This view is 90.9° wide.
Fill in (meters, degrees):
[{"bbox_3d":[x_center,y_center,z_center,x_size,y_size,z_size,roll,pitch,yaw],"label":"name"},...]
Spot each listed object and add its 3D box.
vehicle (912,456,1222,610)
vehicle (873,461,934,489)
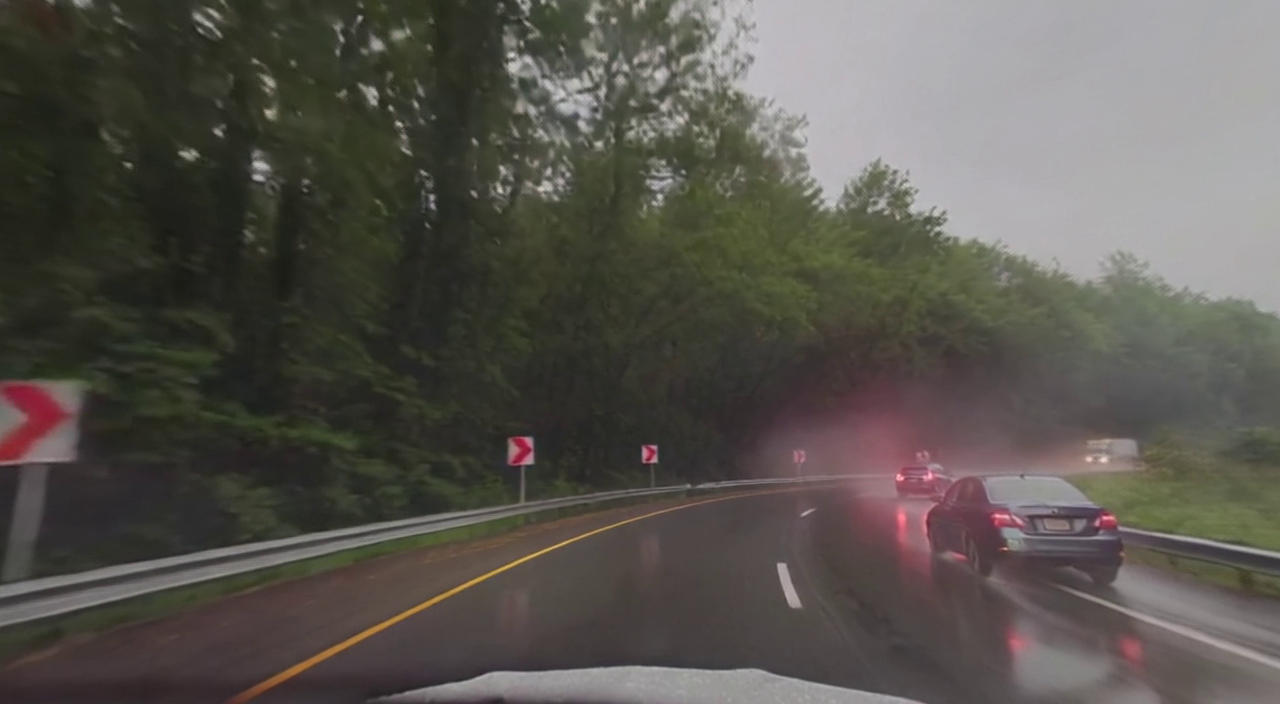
[{"bbox_3d":[5.540,2.350,9.007,2.023,1.593,4.105,-1,-11,9],"label":"vehicle"},{"bbox_3d":[15.118,7.039,36.067,1.992,1.503,3.793,-9,-14,42],"label":"vehicle"}]
